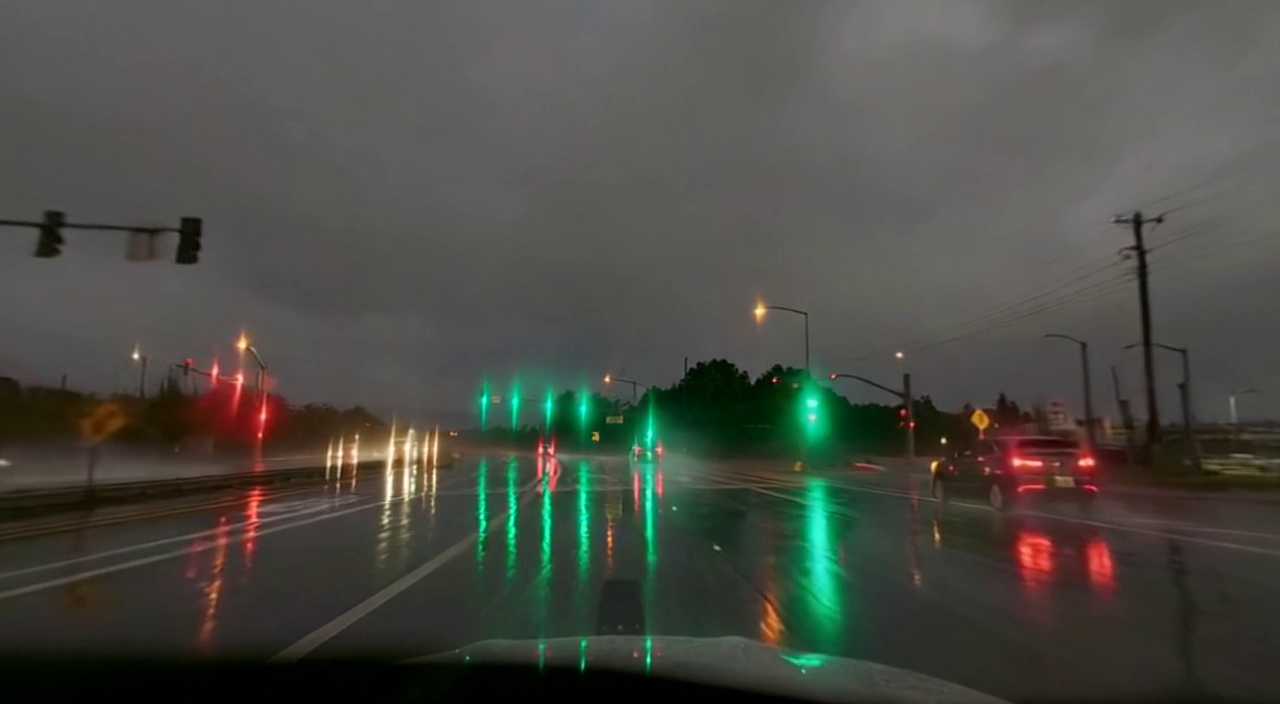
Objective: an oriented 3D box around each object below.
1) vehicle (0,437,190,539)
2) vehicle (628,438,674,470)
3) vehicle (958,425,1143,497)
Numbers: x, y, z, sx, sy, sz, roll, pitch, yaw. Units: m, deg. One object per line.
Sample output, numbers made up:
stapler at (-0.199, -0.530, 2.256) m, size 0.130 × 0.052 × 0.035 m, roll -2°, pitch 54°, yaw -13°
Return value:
vehicle at (-11.529, 2.478, 12.145) m, size 2.399 × 1.624 × 4.585 m, roll 0°, pitch -8°, yaw -1°
vehicle at (0.584, 5.911, 36.693) m, size 2.024 × 1.724 × 3.928 m, roll 1°, pitch -9°, yaw -8°
vehicle at (11.193, 2.999, 17.781) m, size 2.130 × 1.741 × 4.665 m, roll 0°, pitch -8°, yaw 1°
